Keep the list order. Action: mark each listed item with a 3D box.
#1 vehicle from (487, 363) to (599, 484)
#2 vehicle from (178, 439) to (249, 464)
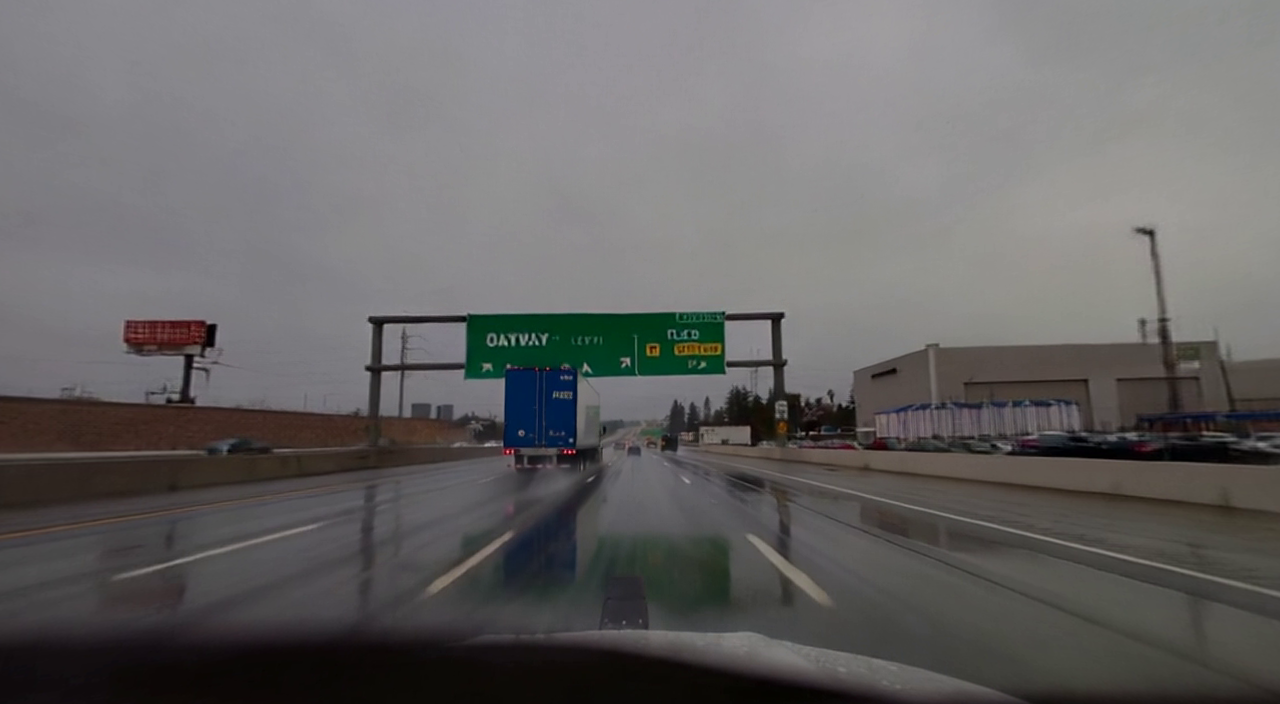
[{"bbox_3d":[-3.622,2.924,26.101,2.977,4.048,8.890,2,-6,1],"label":"vehicle"},{"bbox_3d":[-29.530,6.889,43.829,1.757,1.592,4.390,-1,-8,3],"label":"vehicle"}]
